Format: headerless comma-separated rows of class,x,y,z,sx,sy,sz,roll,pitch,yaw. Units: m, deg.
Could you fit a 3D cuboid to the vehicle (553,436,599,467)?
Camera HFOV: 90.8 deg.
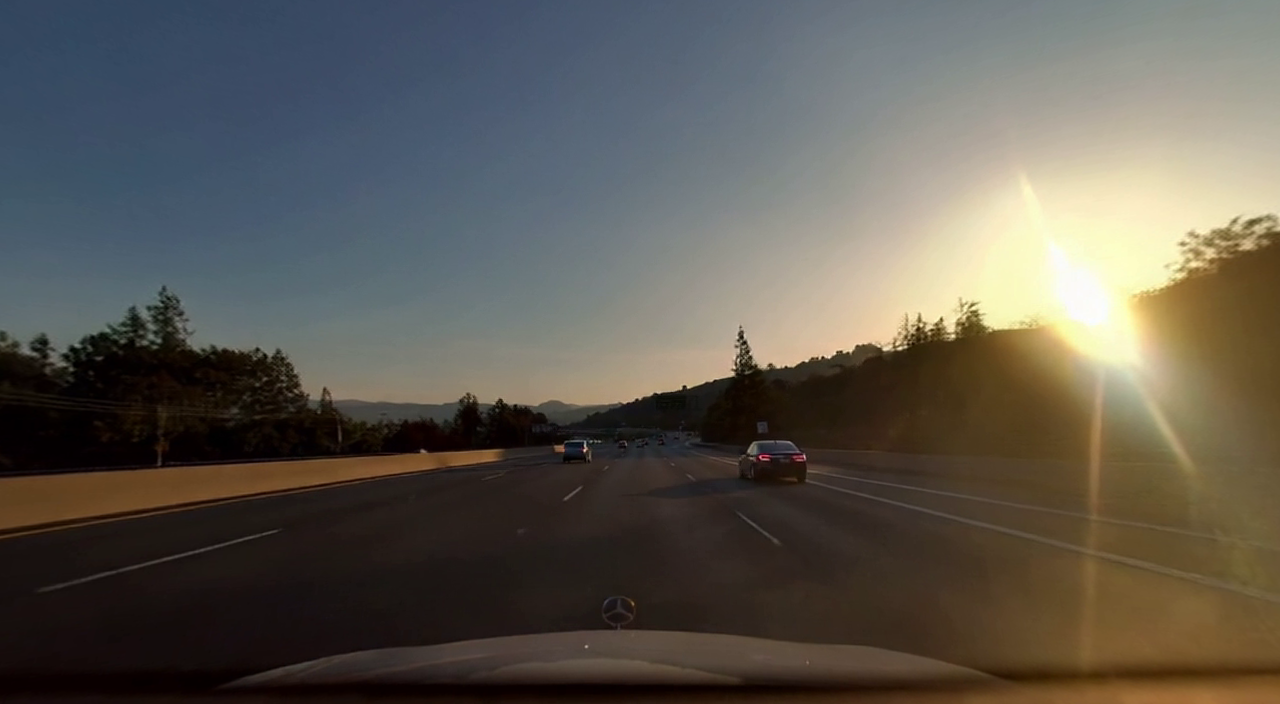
vehicle,-3.587,5.671,36.068,2.048,1.618,4.424,0,-9,1

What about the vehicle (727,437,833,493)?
vehicle,4.025,3.333,18.997,2.060,1.485,4.274,0,-8,-2
